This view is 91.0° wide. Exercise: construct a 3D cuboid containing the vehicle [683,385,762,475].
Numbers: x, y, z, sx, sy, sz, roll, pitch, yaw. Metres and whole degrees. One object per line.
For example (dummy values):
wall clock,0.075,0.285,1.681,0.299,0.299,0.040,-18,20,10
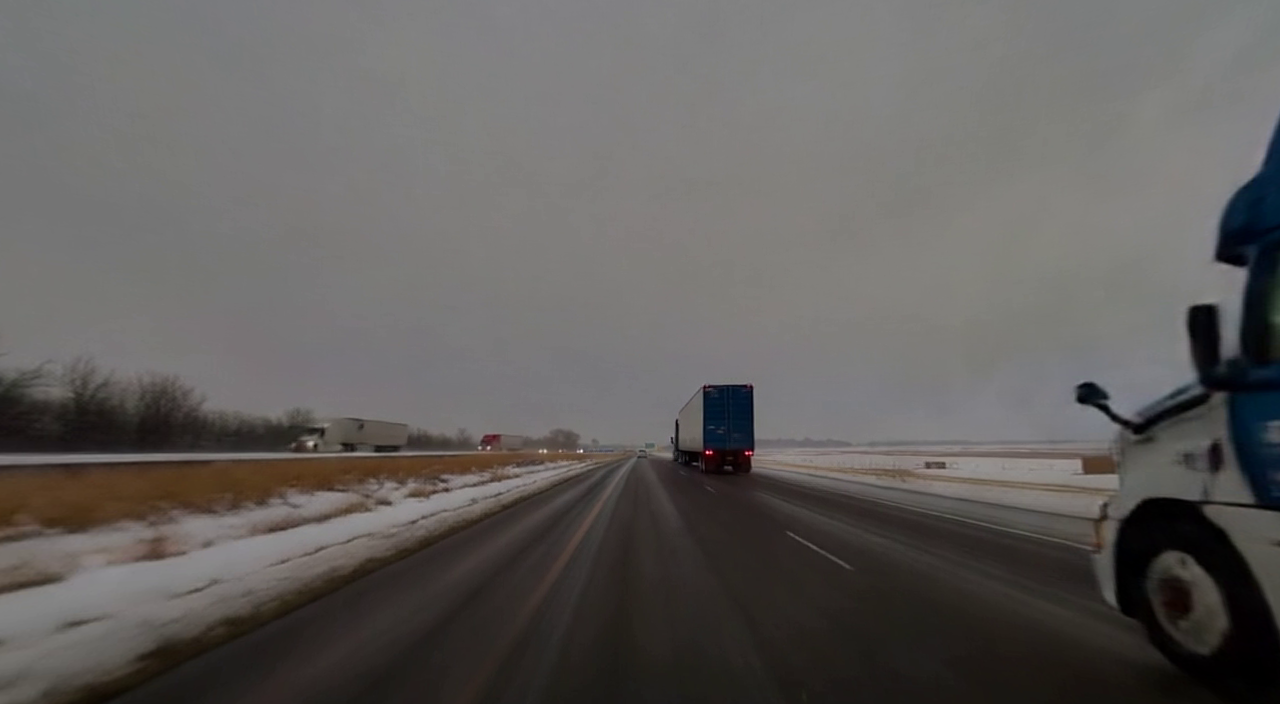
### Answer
vehicle,4.341,4.663,36.213,2.818,4.206,12.987,0,-9,0
